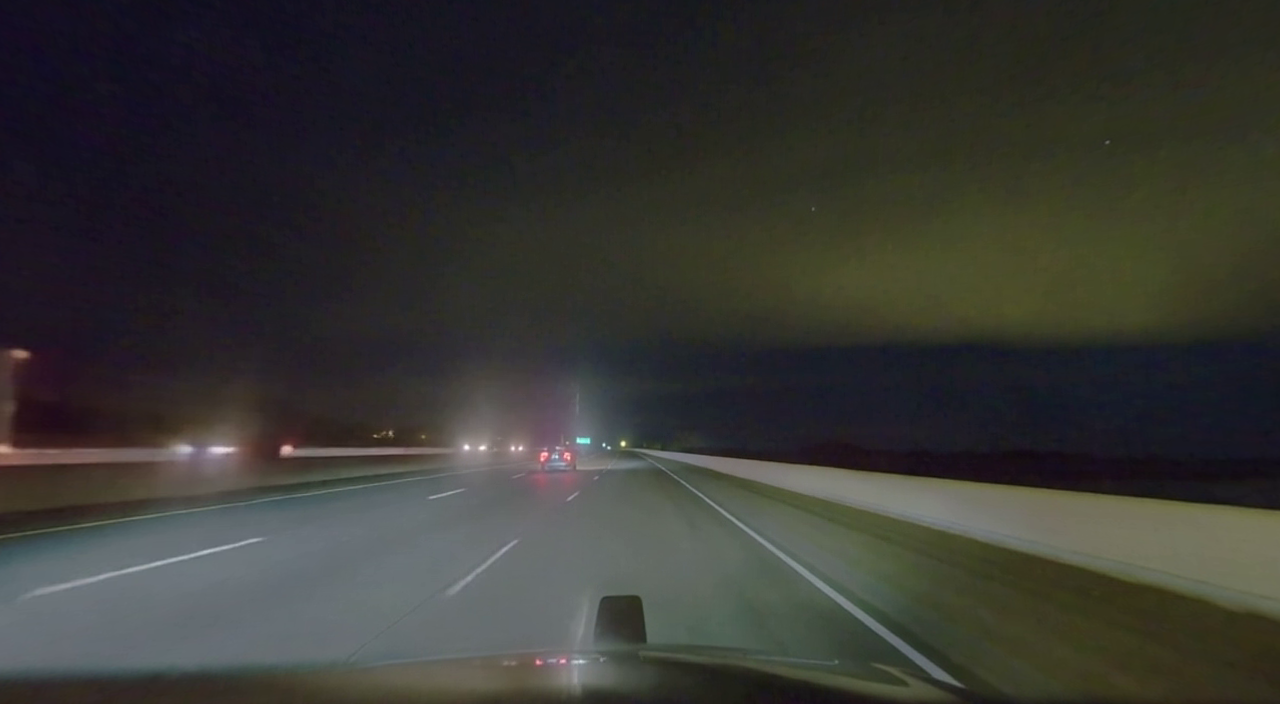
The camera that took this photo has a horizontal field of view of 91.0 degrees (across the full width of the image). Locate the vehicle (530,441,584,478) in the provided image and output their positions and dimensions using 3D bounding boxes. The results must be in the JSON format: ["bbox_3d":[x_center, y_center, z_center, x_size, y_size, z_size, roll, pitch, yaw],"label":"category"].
[{"bbox_3d":[-4.098,5.348,31.644,2.133,1.683,4.340,1,-9,0],"label":"vehicle"}]

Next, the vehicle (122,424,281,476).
[{"bbox_3d":[-17.320,3.951,25.404,2.247,1.825,5.721,1,-9,0],"label":"vehicle"}]
